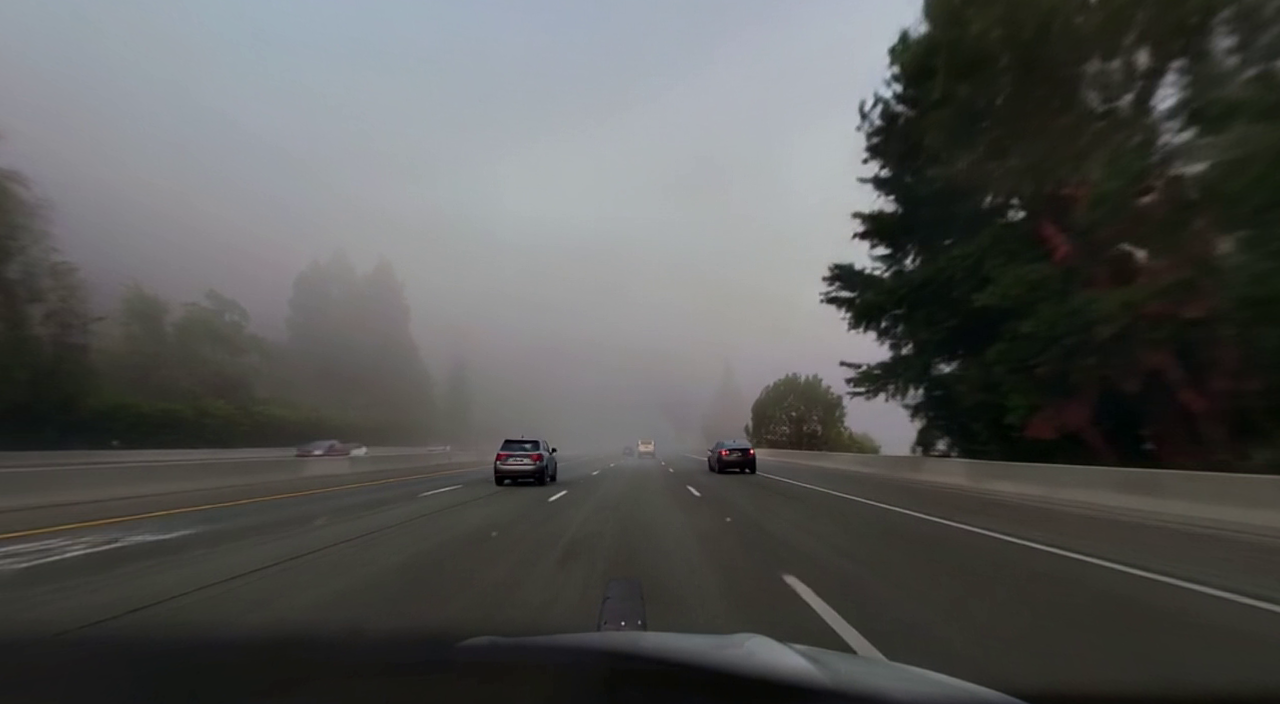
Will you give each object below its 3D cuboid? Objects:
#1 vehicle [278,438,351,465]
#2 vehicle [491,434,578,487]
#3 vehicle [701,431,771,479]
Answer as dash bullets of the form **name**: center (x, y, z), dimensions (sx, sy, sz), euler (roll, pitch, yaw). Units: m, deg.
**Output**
- **vehicle**: center (-20.924, 6.413, 40.583), dimensions (2.037, 1.623, 4.904), euler (0, -8, 1)
- **vehicle**: center (-3.471, 3.663, 21.562), dimensions (2.166, 1.608, 4.297), euler (0, -8, 1)
- **vehicle**: center (3.900, 4.270, 26.303), dimensions (2.149, 1.796, 4.487), euler (0, -8, -1)
